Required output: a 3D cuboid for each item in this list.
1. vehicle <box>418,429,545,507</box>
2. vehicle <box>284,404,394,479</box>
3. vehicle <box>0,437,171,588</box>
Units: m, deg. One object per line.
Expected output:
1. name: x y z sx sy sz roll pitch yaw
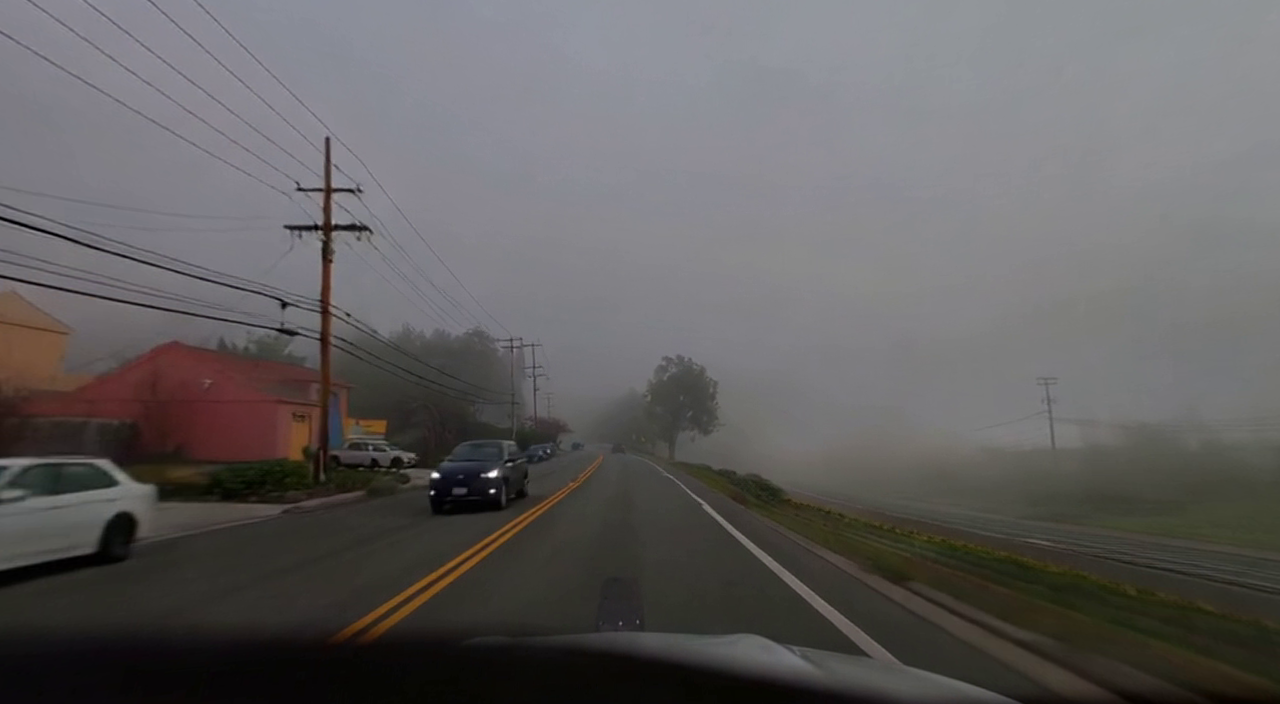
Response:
1. vehicle: -3.826 2.883 16.192 2.103 1.690 4.508 0 -8 0
2. vehicle: -11.919 3.649 25.612 2.451 2.641 5.869 1 -9 -10
3. vehicle: -7.492 1.761 7.181 1.744 1.538 3.331 1 -9 -2
